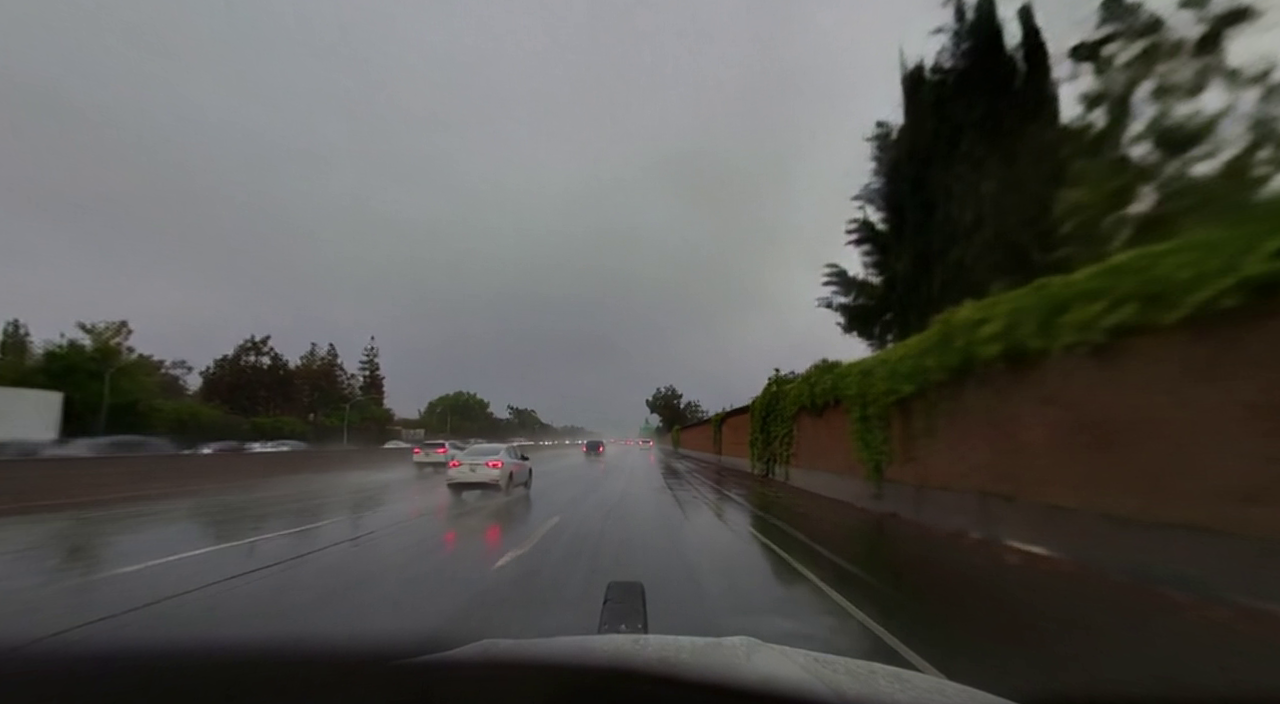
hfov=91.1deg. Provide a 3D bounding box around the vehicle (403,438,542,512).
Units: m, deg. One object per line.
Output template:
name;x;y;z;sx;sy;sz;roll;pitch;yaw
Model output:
vehicle;-3.777;2.843;15.182;1.945;1.484;4.803;0;-8;1

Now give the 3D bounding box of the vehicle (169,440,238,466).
vehicle;-27.742;6.412;40.041;1.399;1.579;4.043;0;-8;1

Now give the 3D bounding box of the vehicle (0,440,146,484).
vehicle;-21.260;4.051;23.528;1.861;1.461;4.431;0;-8;0

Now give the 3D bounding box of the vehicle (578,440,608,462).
vehicle;-3.650;7.792;49.668;2.036;1.636;4.511;0;-8;1
